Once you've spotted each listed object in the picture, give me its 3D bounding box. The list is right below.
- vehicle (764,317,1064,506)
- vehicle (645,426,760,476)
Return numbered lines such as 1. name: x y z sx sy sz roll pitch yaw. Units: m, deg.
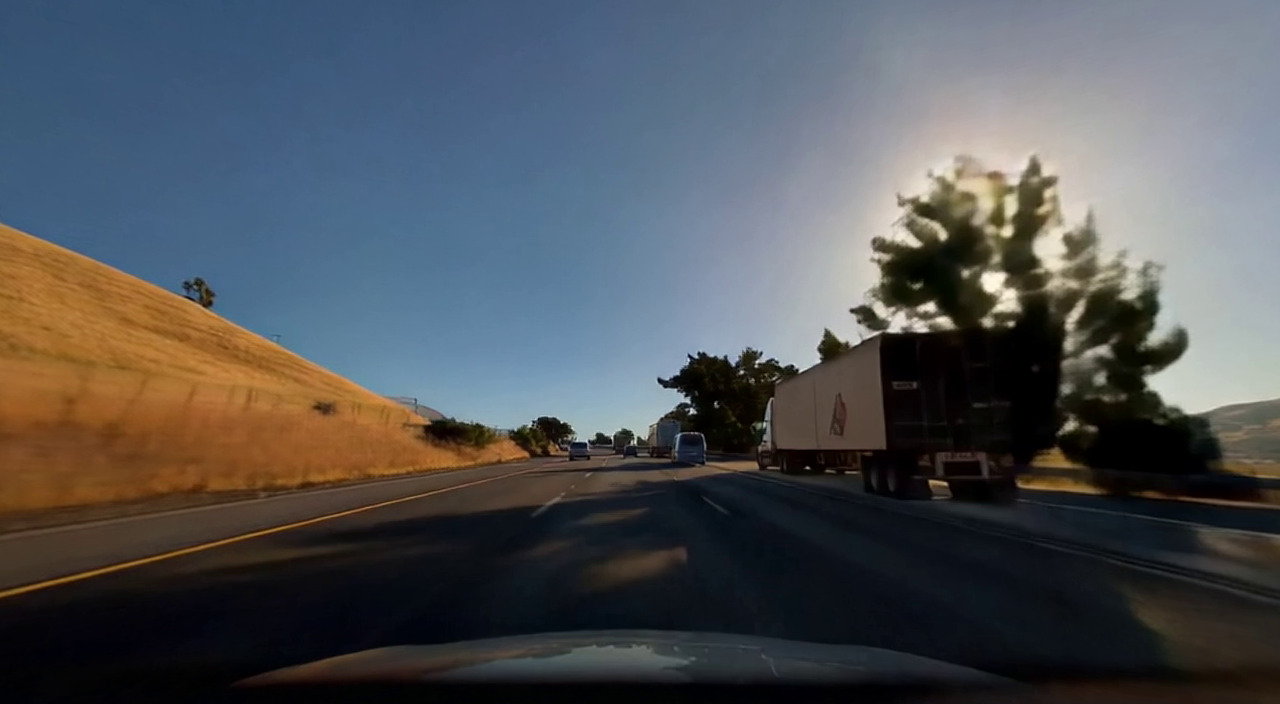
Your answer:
1. vehicle: 7.611 2.515 22.113 2.935 4.187 16.357 0 -9 -1
2. vehicle: 2.868 4.703 30.088 5.075 2.277 2.365 0 -9 -4
